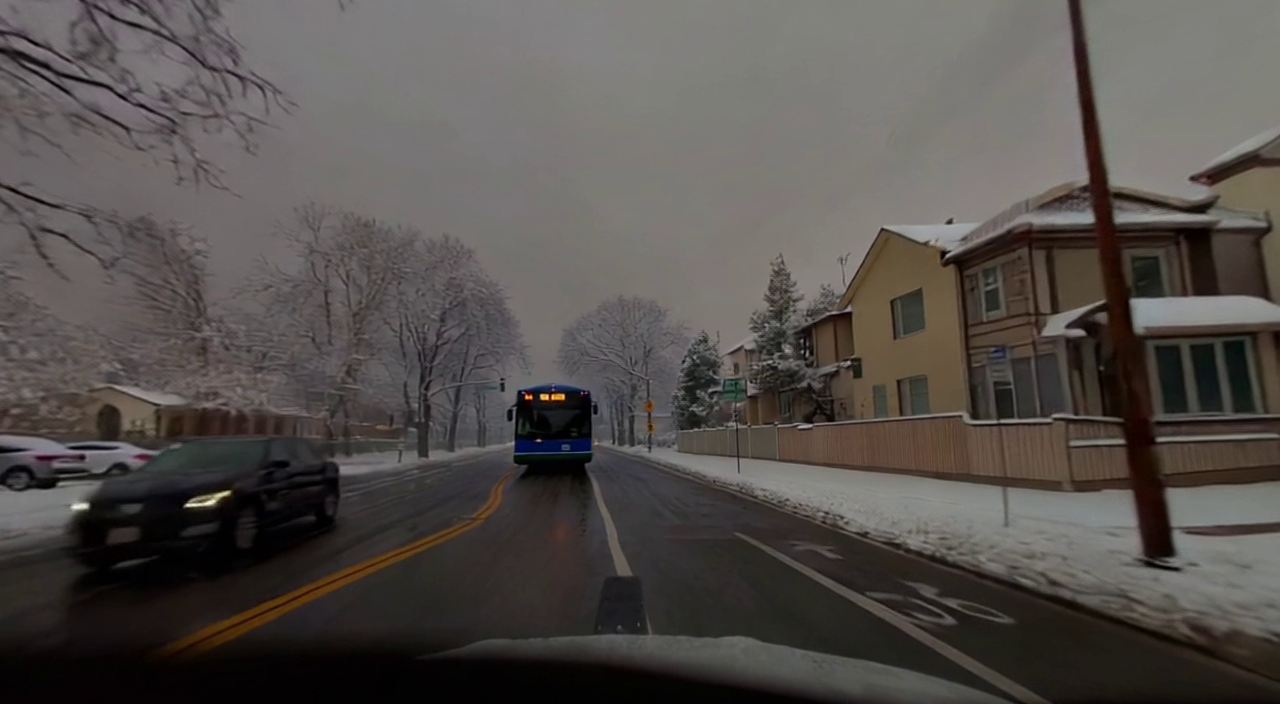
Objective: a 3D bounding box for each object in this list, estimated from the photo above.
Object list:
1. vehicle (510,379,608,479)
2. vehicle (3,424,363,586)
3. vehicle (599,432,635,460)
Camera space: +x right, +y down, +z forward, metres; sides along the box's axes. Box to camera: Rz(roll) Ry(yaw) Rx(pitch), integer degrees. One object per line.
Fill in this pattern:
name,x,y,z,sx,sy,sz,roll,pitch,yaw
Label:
vehicle,-3.114,3.477,27.589,3.031,3.200,13.052,3,-8,-3
vehicle,-5.405,1.805,8.368,1.925,1.489,4.235,-1,-8,-6
vehicle,-1.570,6.204,41.848,2.097,1.675,3.905,3,-8,-4
